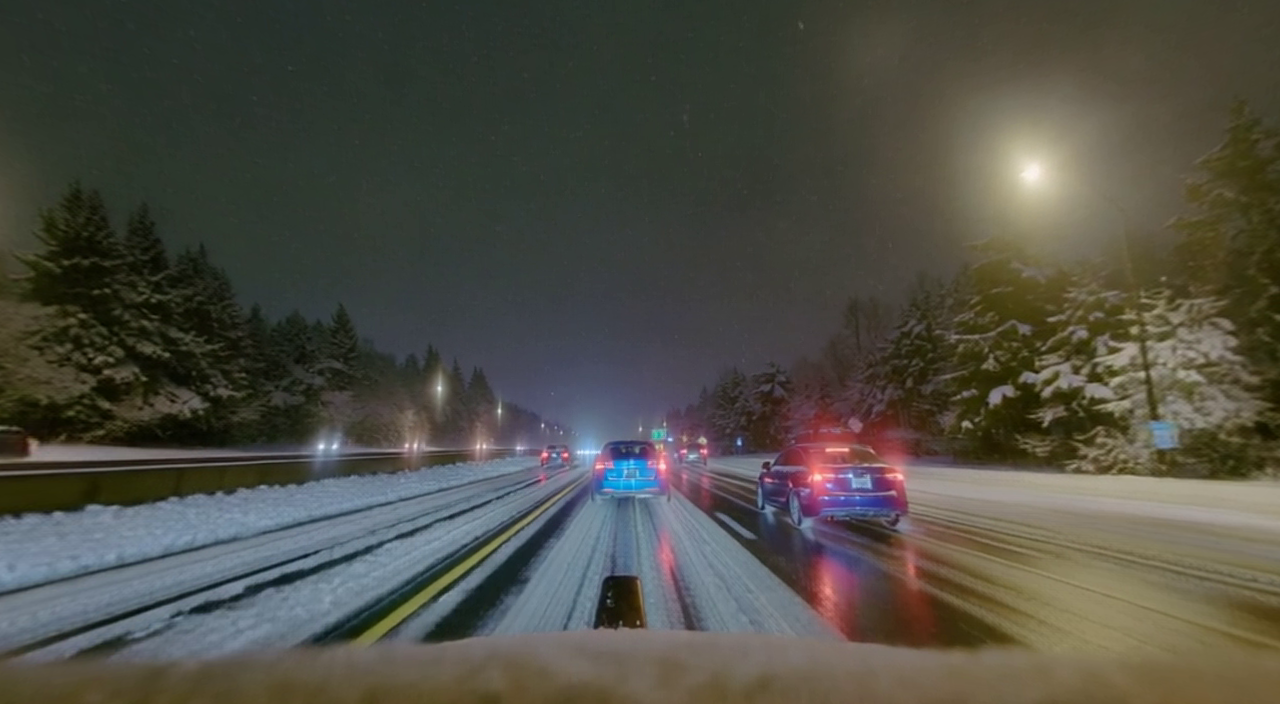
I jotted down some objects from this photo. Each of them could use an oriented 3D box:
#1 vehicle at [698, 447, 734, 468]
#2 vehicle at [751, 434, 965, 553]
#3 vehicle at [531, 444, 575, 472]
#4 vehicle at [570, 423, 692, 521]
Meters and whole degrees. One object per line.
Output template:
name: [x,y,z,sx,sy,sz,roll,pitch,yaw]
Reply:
vehicle: [5.700,7.991,47.911,1.972,1.521,4.498,1,-9,-3]
vehicle: [3.246,2.184,10.442,1.975,1.532,4.227,1,-9,-1]
vehicle: [-5.044,6.201,37.070,2.023,1.497,4.526,1,-9,-2]
vehicle: [-0.185,2.475,13.400,2.181,1.728,3.970,1,-9,-1]
